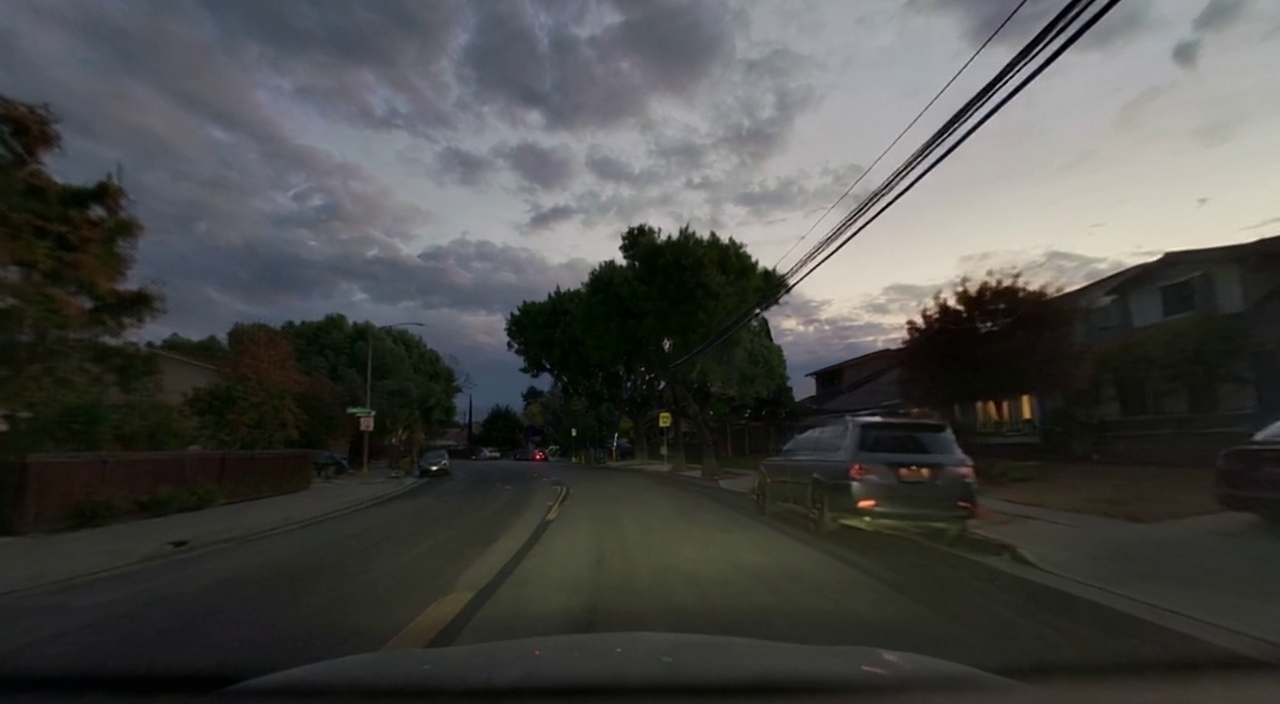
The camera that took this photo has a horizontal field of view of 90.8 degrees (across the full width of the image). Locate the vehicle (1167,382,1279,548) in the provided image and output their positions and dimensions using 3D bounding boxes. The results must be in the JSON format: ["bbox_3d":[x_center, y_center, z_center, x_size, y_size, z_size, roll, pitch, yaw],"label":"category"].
[{"bbox_3d":[9.547,1.066,7.263,4.934,1.763,2.191,-6,-5,-2],"label":"vehicle"}]

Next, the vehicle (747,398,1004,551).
[{"bbox_3d":[3.492,1.912,10.657,2.214,1.962,4.733,0,-8,-4],"label":"vehicle"}]

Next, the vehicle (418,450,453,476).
[{"bbox_3d":[-12.656,6.826,39.109,1.902,1.434,4.313,2,-8,-17],"label":"vehicle"}]
